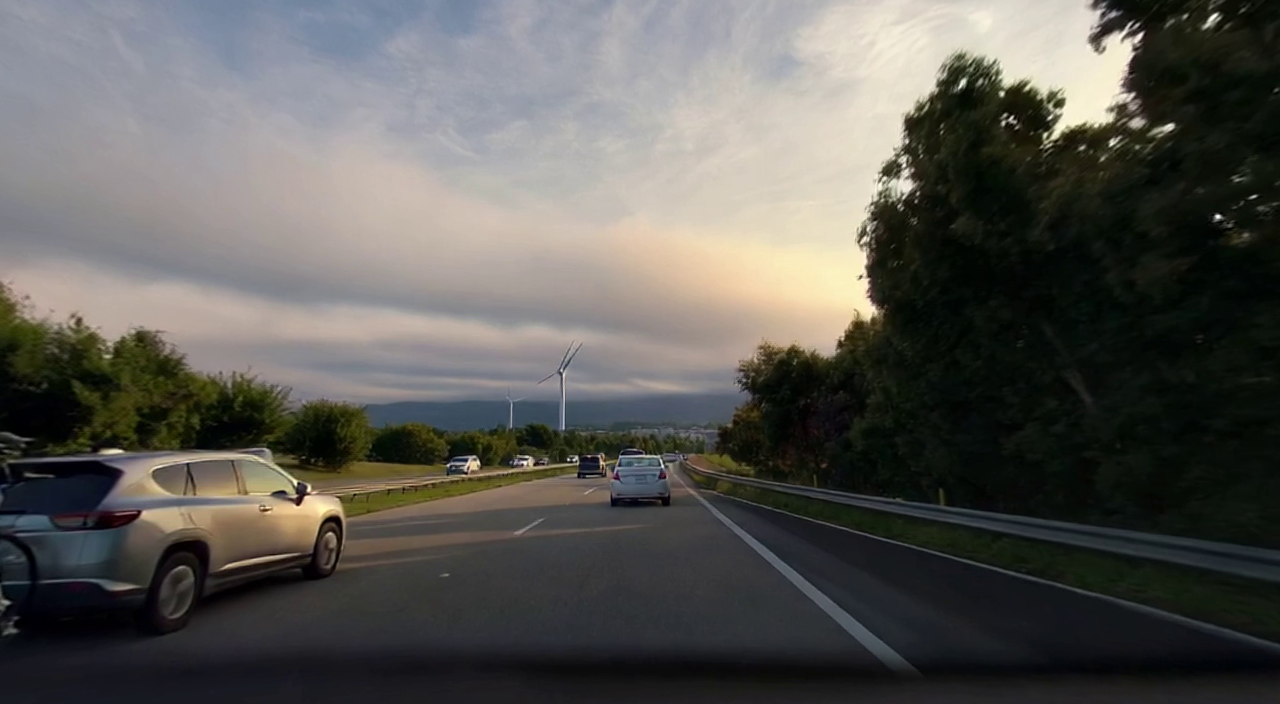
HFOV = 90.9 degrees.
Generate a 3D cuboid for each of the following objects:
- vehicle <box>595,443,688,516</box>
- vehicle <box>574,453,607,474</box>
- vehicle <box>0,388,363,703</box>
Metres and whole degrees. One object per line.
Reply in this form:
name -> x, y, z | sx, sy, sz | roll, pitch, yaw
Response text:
vehicle -> 0.036, 3.154, 16.049 | 2.063, 1.582, 3.955 | 0, -9, 0
vehicle -> -3.612, 8.226, 46.560 | 2.059, 1.455, 4.205 | 0, -9, 0
vehicle -> -4.163, 1.337, 5.118 | 1.962, 1.681, 4.033 | 0, -9, 0
